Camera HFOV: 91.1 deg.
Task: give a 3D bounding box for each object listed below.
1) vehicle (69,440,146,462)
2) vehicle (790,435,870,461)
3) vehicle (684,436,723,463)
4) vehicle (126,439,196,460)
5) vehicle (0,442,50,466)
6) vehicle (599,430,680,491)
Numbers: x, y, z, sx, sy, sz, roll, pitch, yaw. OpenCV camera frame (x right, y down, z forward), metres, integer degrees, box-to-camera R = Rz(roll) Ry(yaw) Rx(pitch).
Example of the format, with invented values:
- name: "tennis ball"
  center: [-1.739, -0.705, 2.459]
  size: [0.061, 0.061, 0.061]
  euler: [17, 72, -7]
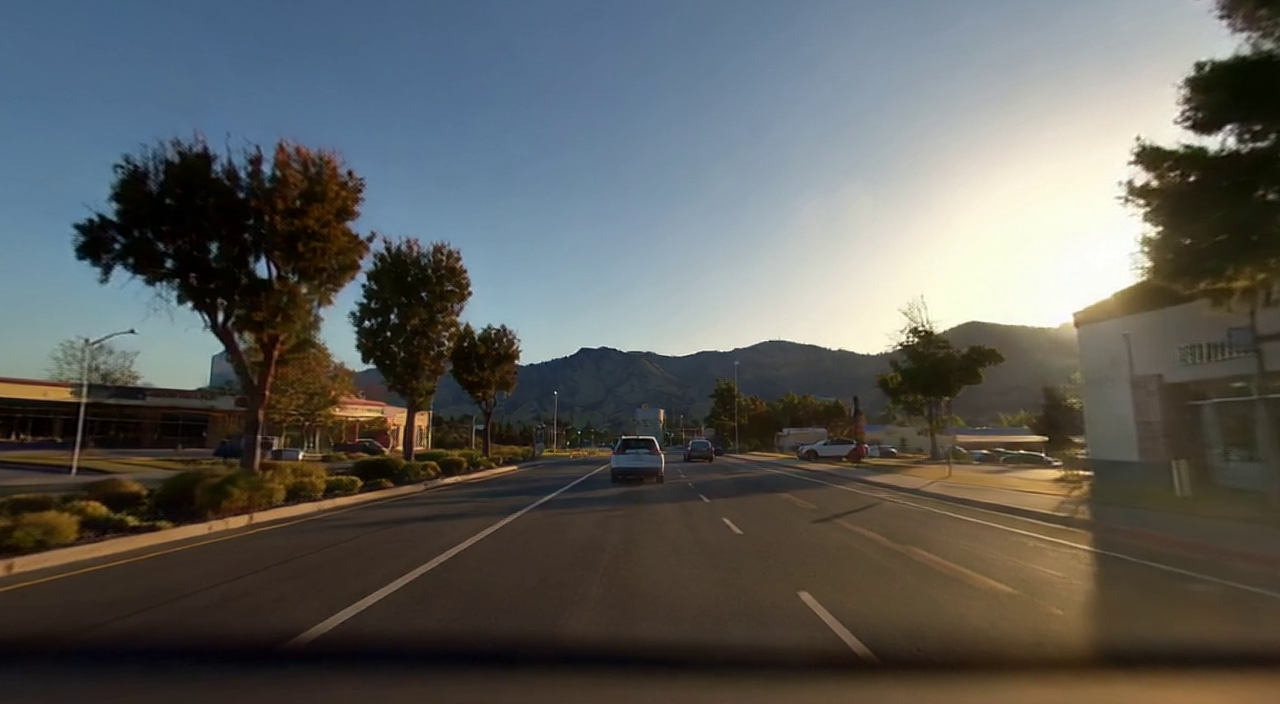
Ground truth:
- name: "vehicle"
  center: [-36.698, 6.849, 43.370]
  size: [3.640, 1.447, 1.788]
  euler: [4, -9, -26]
- name: "vehicle"
  center: [13.091, 6.629, 43.546]
  size: [4.887, 1.734, 2.014]
  euler: [0, -8, 2]
- name: "vehicle"
  center: [4.119, 6.413, 41.326]
  size: [2.088, 1.655, 4.360]
  euler: [0, -8, 0]
- name: "vehicle"
  center: [-35.717, 7.302, 46.895]
  size: [3.714, 1.510, 1.917]
  euler: [4, -9, -23]
- name: "vehicle"
  center: [-37.143, 5.949, 36.713]
  size: [3.325, 1.360, 1.590]
  euler: [3, -9, -21]
- name: "vehicle"
  center: [-0.011, 3.248, 19.105]
  size: [2.193, 1.651, 3.946]
  euler: [0, -8, 0]
